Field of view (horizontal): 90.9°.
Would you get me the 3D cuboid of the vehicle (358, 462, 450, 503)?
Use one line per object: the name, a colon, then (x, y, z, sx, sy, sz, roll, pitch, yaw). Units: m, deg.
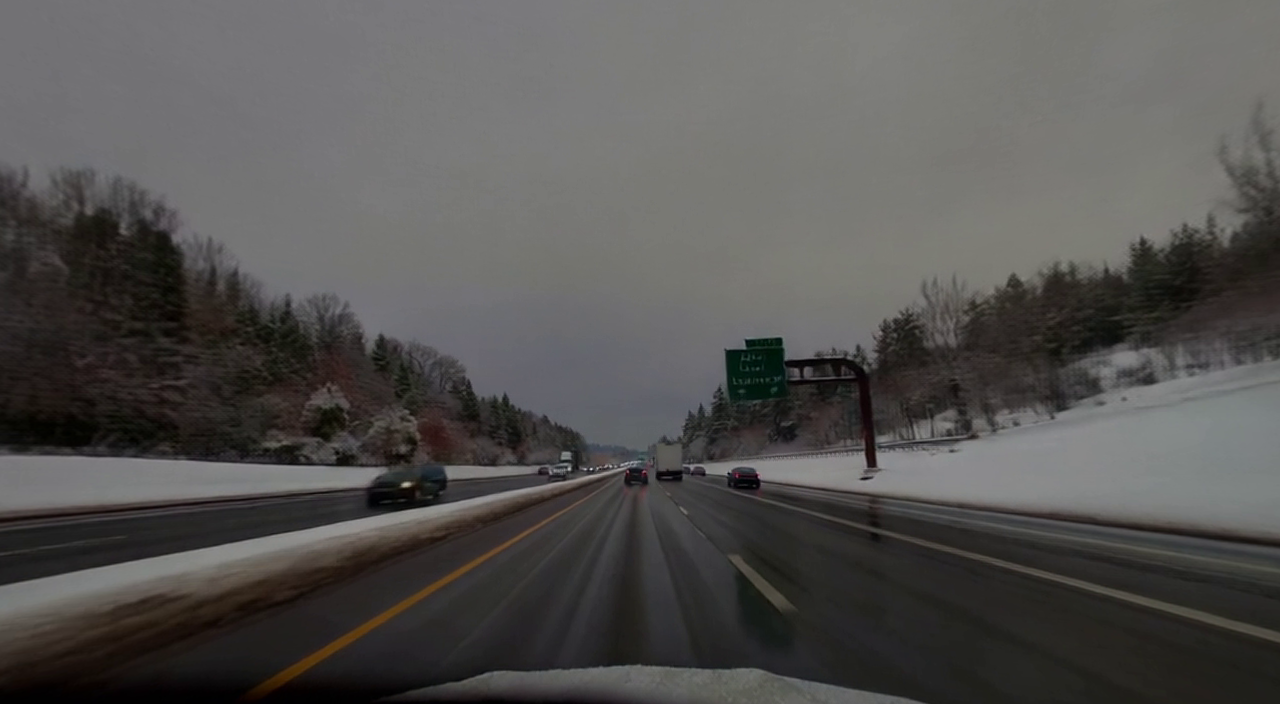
vehicle: (-9.701, 5.409, 26.304, 2.098, 1.510, 4.343, 1, -10, 1)

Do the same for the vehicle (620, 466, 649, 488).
vehicle: (-0.419, 9.082, 45.848, 2.025, 1.452, 3.927, 1, -10, -1)

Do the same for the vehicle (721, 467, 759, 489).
vehicle: (7.226, 9.183, 46.047, 1.977, 1.494, 4.311, 1, -10, -2)
